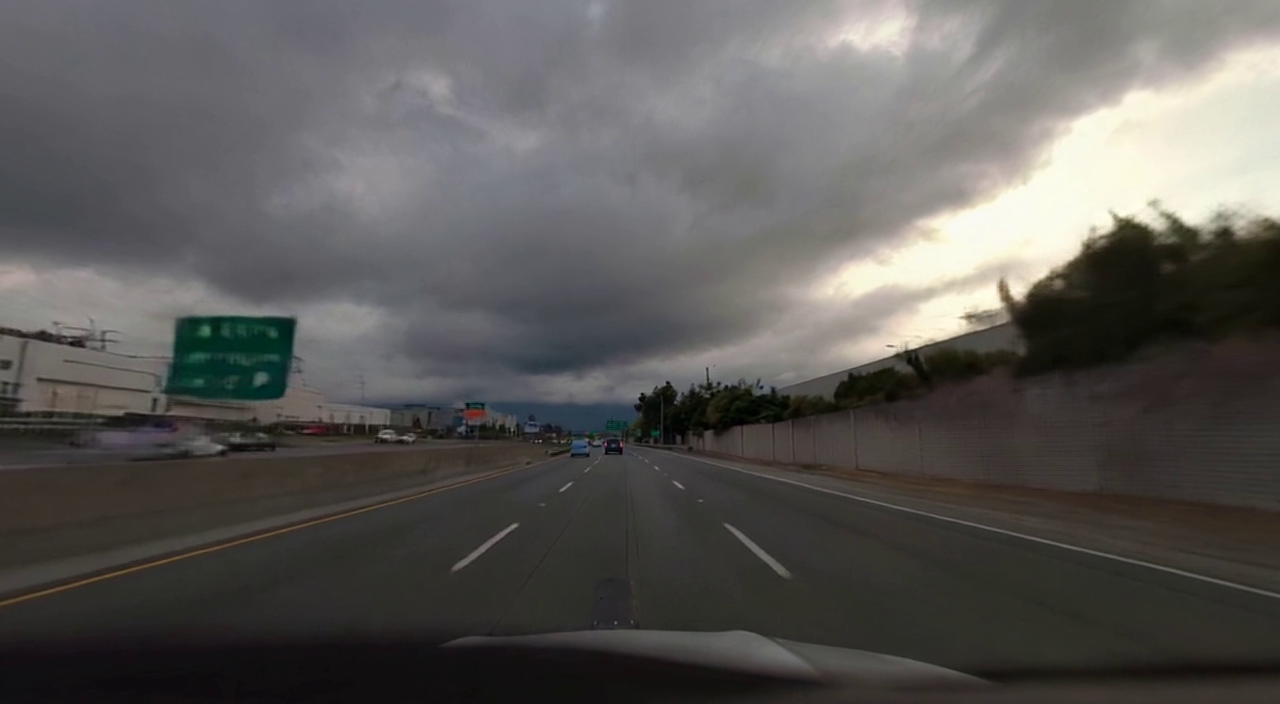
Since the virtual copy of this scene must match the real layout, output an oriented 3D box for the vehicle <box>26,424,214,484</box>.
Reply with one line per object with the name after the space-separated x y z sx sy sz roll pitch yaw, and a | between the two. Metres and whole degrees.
-15.090 2.974 18.664 1.882 1.538 4.369 0 -8 -1 | vehicle
